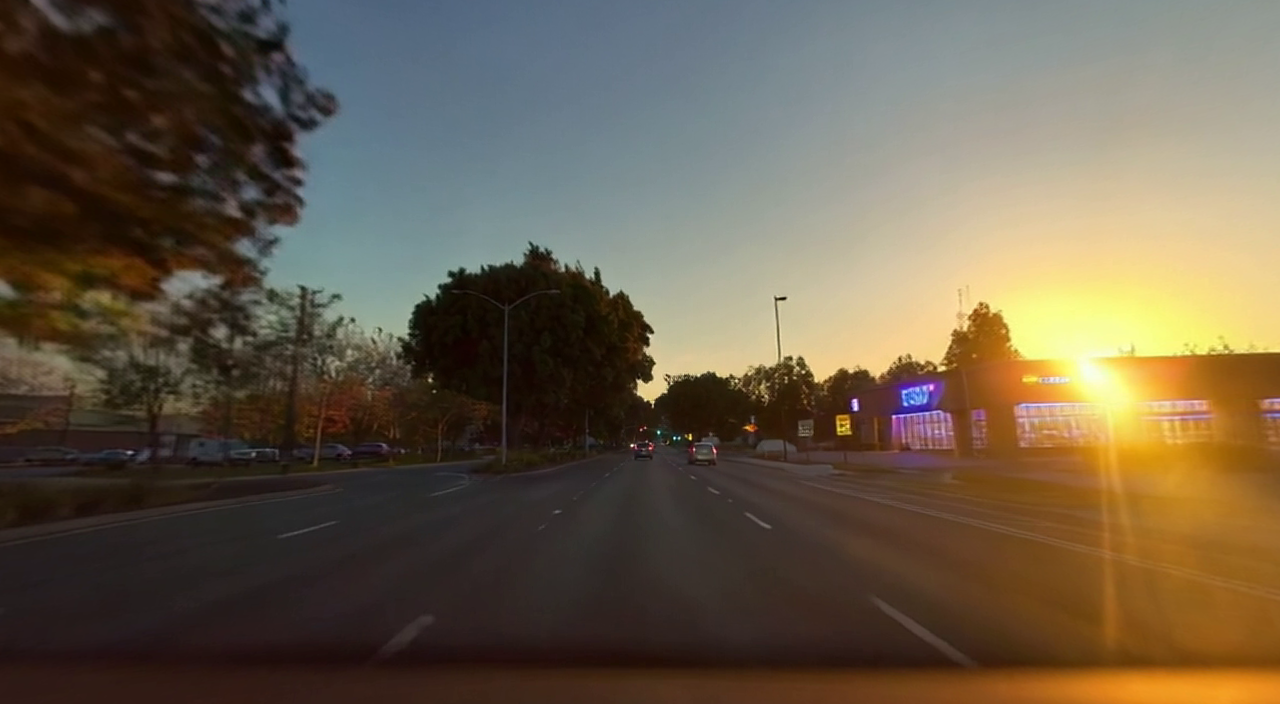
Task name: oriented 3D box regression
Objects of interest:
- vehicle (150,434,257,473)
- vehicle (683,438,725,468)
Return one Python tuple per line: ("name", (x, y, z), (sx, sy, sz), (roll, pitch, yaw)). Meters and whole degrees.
("vehicle", (-32.605, 7.577, 47.201), (6.090, 2.737, 2.475), (-1, -8, 1))
("vehicle", (3.823, 6.100, 38.212), (2.007, 1.683, 4.171), (0, -8, -1))
